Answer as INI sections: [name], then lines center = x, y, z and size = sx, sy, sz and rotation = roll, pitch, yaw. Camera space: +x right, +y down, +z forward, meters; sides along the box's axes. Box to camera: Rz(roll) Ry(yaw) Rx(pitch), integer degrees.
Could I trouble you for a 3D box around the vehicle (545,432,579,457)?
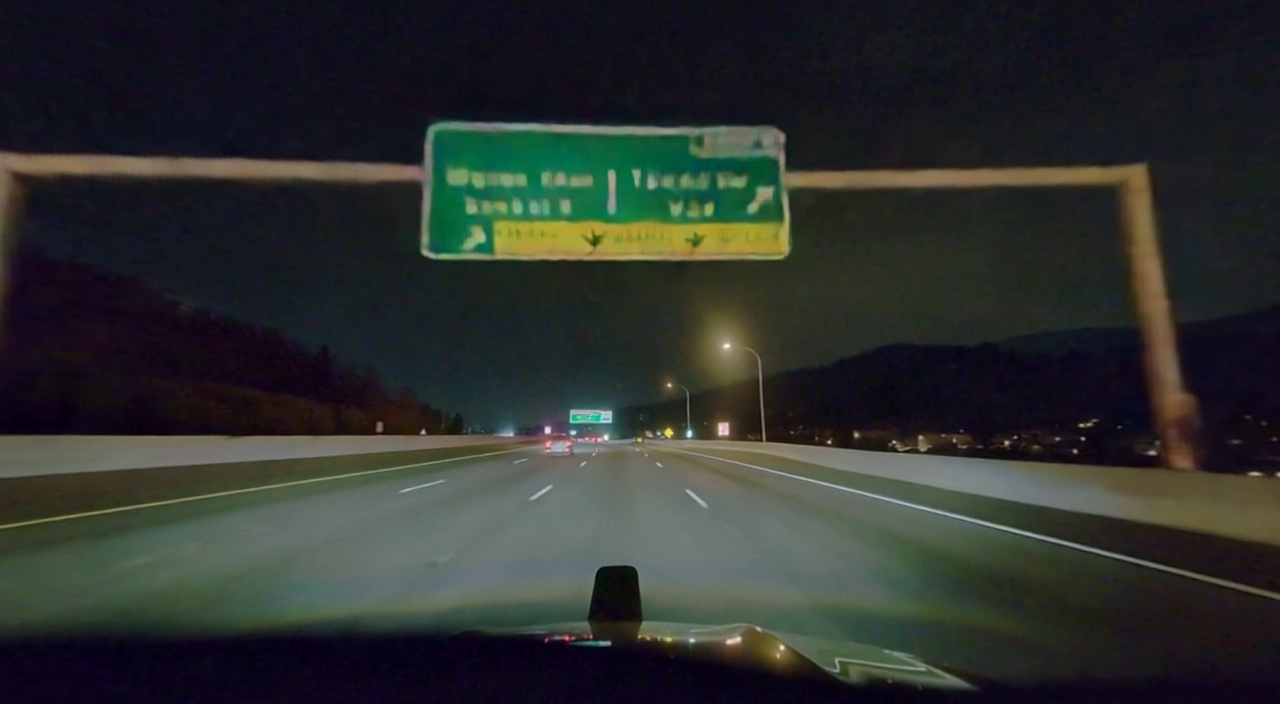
[vehicle]
center = -5.143, 6.147, 41.845
size = 1.878, 1.548, 3.966
rotation = 0, -8, -1
